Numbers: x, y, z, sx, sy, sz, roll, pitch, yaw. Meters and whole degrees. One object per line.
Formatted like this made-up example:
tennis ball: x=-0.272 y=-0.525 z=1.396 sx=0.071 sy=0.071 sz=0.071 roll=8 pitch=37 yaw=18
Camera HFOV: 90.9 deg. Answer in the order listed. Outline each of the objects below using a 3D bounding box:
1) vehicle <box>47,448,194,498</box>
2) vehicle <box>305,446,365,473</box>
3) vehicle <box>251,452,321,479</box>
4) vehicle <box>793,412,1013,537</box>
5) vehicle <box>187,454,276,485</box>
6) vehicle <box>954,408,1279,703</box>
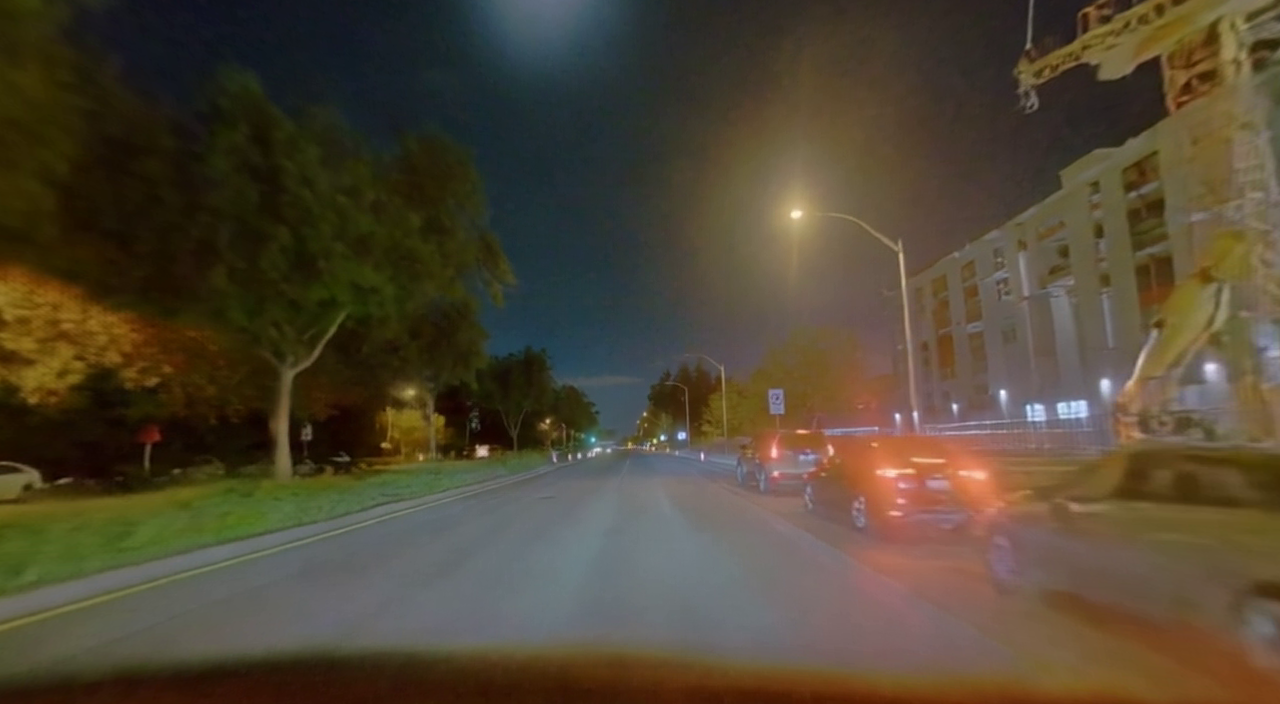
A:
vehicle: x=-21.465 y=4.964 z=26.385 sx=2.027 sy=1.855 sz=4.908 roll=0 pitch=-8 yaw=-1
vehicle: x=-21.625 y=7.608 z=44.987 sx=1.941 sy=1.743 sz=5.264 roll=0 pitch=-8 yaw=-4
vehicle: x=-21.539 y=6.881 z=38.538 sx=1.746 sy=1.447 sz=4.448 roll=0 pitch=-8 yaw=0
vehicle: x=4.163 y=2.002 z=10.912 sx=1.916 sy=1.701 sz=4.358 roll=0 pitch=-8 yaw=0
vehicle: x=-21.494 y=6.153 z=33.363 sx=1.834 sy=1.441 sz=4.416 roll=0 pitch=-8 yaw=-2
vehicle: x=3.995 y=1.081 z=3.580 sx=2.003 sy=1.442 sz=4.606 roll=0 pitch=-8 yaw=-1
